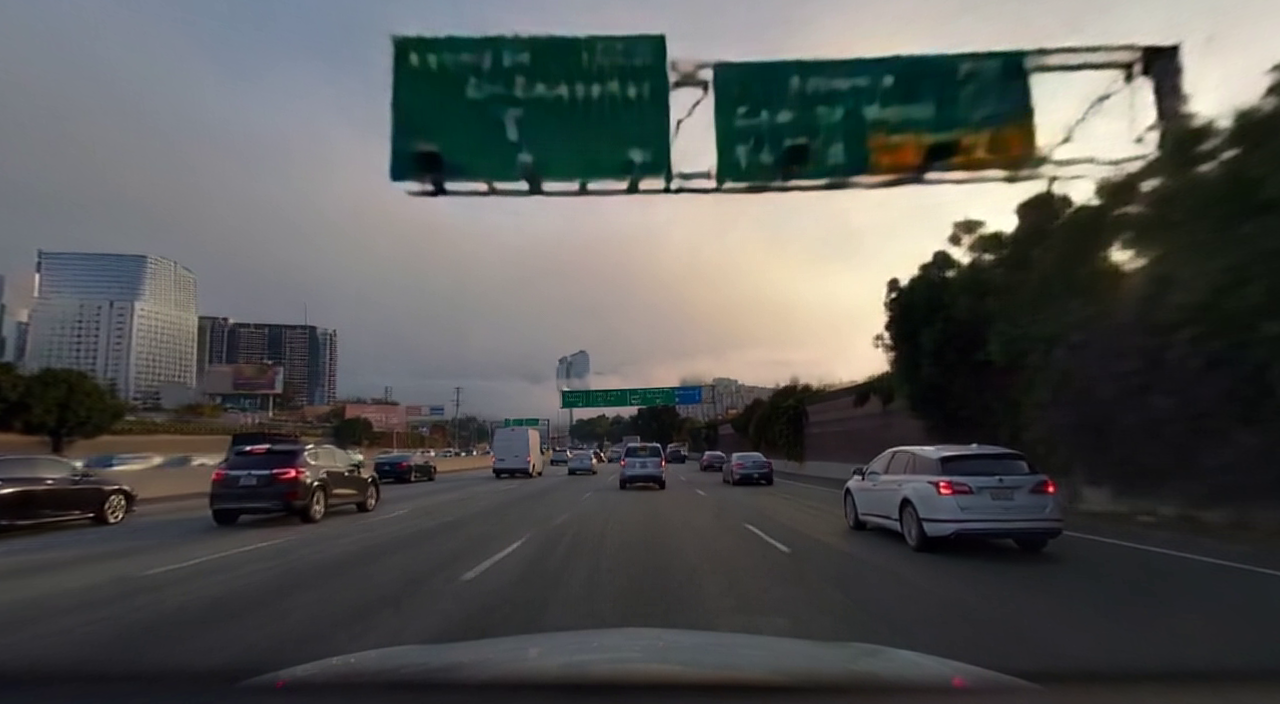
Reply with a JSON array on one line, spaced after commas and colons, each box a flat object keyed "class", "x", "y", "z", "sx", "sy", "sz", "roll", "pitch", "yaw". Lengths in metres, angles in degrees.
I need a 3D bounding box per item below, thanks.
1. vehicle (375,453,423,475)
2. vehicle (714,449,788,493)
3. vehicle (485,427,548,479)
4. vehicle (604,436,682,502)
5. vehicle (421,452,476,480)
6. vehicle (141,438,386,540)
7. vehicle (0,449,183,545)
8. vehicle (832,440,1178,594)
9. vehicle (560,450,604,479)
[{"class": "vehicle", "x": -17.848, "y": 8.315, "z": 46.887, "sx": 1.801, "sy": 1.467, "sz": 4.315, "roll": 0, "pitch": -8, "yaw": 1}, {"class": "vehicle", "x": 4.149, "y": 4.504, "z": 24.299, "sx": 1.942, "sy": 1.487, "sz": 4.518, "roll": 0, "pitch": -8, "yaw": -1}, {"class": "vehicle", "x": -7.243, "y": 5.997, "z": 37.821, "sx": 2.358, "sy": 2.817, "sz": 7.055, "roll": 0, "pitch": -8, "yaw": 0}, {"class": "vehicle", "x": 0.102, "y": 3.679, "z": 20.329, "sx": 2.209, "sy": 1.863, "sz": 4.626, "roll": 0, "pitch": -8, "yaw": 1}, {"class": "vehicle", "x": -11.031, "y": 6.551, "z": 36.537, "sx": 1.923, "sy": 1.480, "sz": 3.905, "roll": 0, "pitch": -8, "yaw": 0}, {"class": "vehicle", "x": -6.999, "y": 2.544, "z": 12.456, "sx": 2.021, "sy": 1.632, "sz": 4.417, "roll": 0, "pitch": -8, "yaw": 1}, {"class": "vehicle", "x": -10.888, "y": 2.487, "z": 11.265, "sx": 1.970, "sy": 1.441, "sz": 4.555, "roll": 0, "pitch": -8, "yaw": 1}, {"class": "vehicle", "x": 4.257, "y": 1.946, "z": 8.464, "sx": 1.915, "sy": 1.482, "sz": 4.537, "roll": 0, "pitch": -8, "yaw": 0}, {"class": "vehicle", "x": -3.282, "y": 6.498, "z": 36.665, "sx": 2.079, "sy": 1.499, "sz": 4.512, "roll": 0, "pitch": -8, "yaw": 1}]
